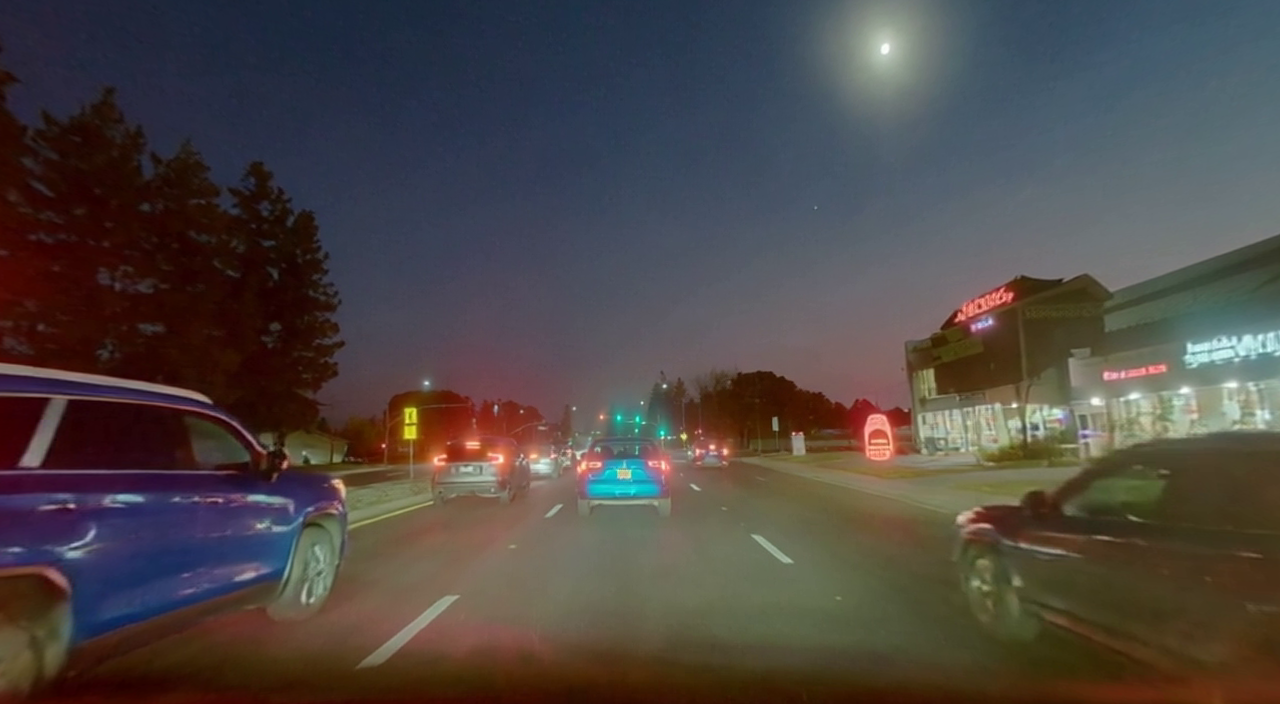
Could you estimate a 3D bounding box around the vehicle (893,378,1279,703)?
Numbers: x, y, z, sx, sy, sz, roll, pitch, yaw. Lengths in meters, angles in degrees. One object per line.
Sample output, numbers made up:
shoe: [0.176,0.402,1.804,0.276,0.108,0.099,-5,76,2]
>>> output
vehicle: [3.124,0.964,2.774,2.056,1.536,4.678,0,-8,0]

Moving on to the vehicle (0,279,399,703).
vehicle: [-3.549,0.906,3.777,2.304,1.928,4.833,0,-8,0]

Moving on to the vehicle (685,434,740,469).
vehicle: [3.653,5.133,32.712,2.188,1.685,4.604,0,-8,-2]

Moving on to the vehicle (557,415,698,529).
vehicle: [-0.204,2.093,11.583,2.112,1.693,4.058,0,-8,-1]

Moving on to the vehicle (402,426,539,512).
vehicle: [-3.666,2.597,14.565,1.948,1.668,4.279,0,-8,0]
